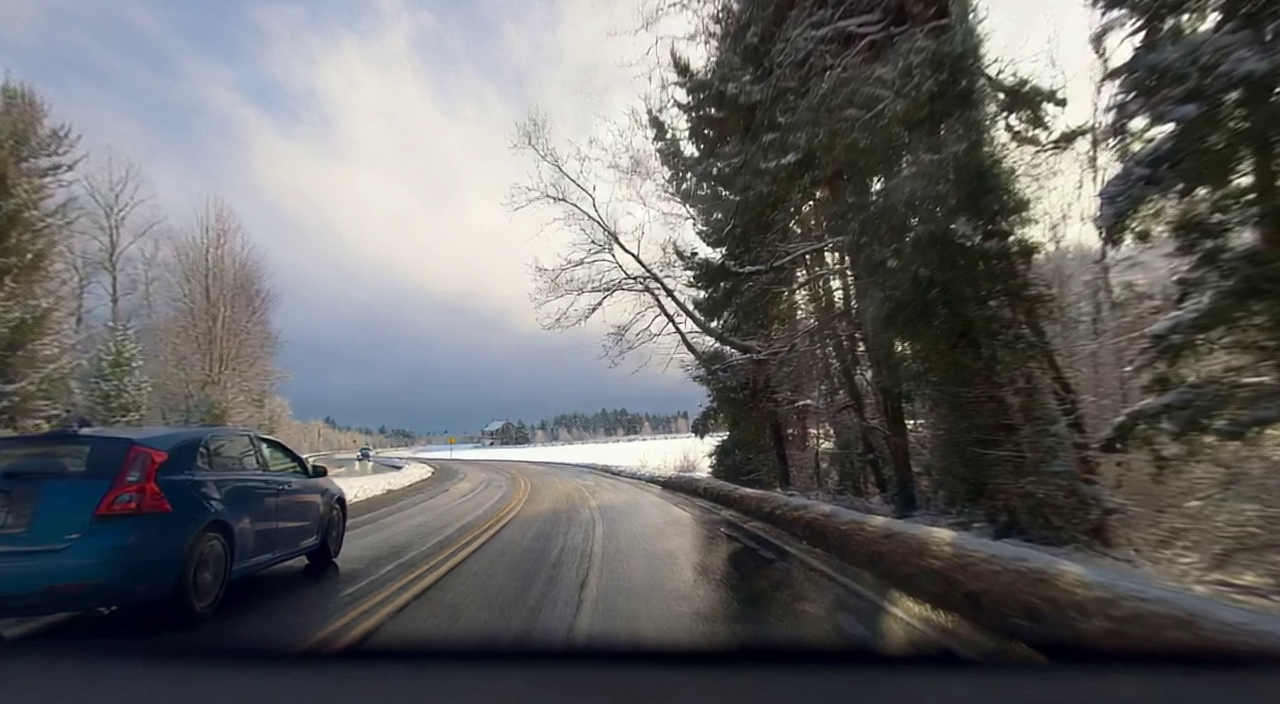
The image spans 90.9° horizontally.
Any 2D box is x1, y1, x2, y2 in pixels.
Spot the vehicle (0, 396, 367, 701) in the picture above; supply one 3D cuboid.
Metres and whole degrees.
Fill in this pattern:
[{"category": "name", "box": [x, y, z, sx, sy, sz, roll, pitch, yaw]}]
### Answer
[{"category": "vehicle", "box": [-4.149, 1.348, 5.349, 2.078, 1.607, 3.959, 0, -9, -4]}]
